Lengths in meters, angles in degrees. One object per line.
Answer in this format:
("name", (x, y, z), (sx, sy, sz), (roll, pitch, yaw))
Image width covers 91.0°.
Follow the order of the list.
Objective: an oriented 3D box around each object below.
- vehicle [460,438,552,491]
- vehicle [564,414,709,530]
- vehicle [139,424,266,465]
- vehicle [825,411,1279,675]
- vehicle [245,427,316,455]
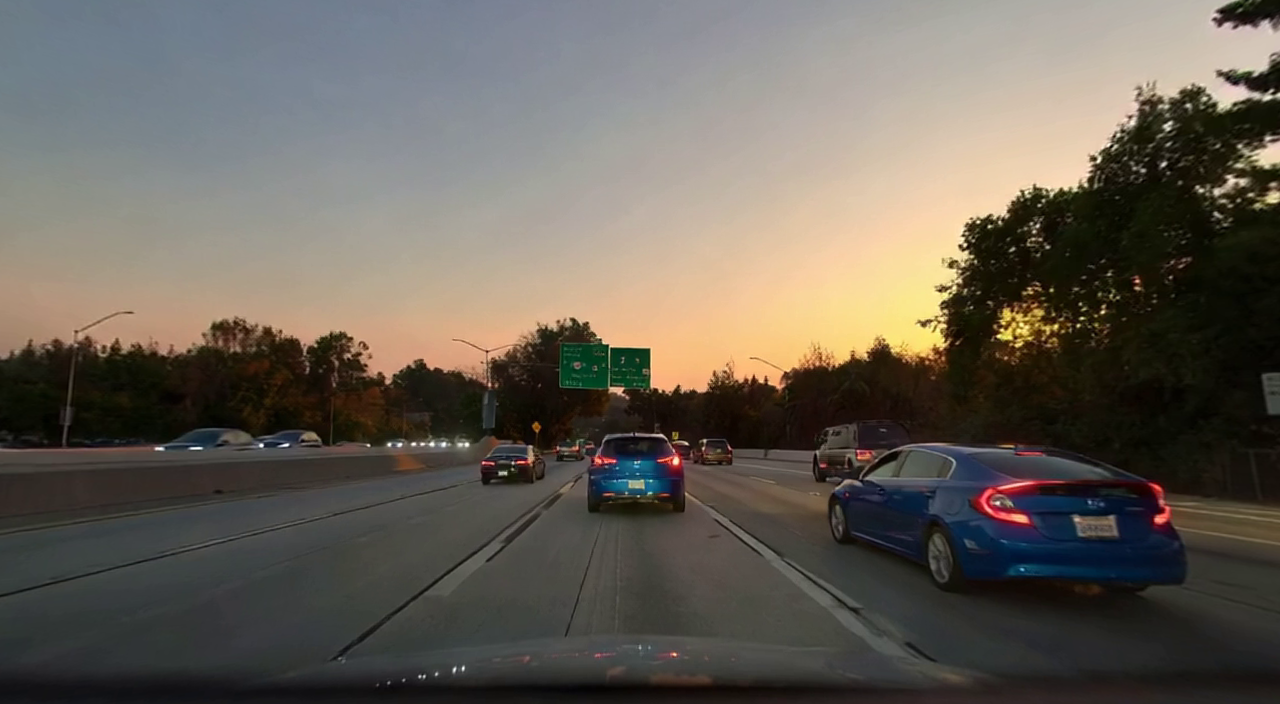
("vehicle", (-4.231, 3.616, 20.627), (2.023, 1.497, 4.526), (0, -9, 0))
("vehicle", (-0.062, 2.125, 11.595), (2.181, 1.728, 3.970), (0, -9, 0))
("vehicle", (-18.154, 3.887, 26.460), (2.022, 1.534, 4.699), (1, -9, -1))
("vehicle", (3.378, 1.449, 5.890), (1.975, 1.532, 4.227), (0, -9, 0))
("vehicle", (-22.736, 5.699, 40.022), (1.981, 1.633, 4.445), (1, -9, -1))
